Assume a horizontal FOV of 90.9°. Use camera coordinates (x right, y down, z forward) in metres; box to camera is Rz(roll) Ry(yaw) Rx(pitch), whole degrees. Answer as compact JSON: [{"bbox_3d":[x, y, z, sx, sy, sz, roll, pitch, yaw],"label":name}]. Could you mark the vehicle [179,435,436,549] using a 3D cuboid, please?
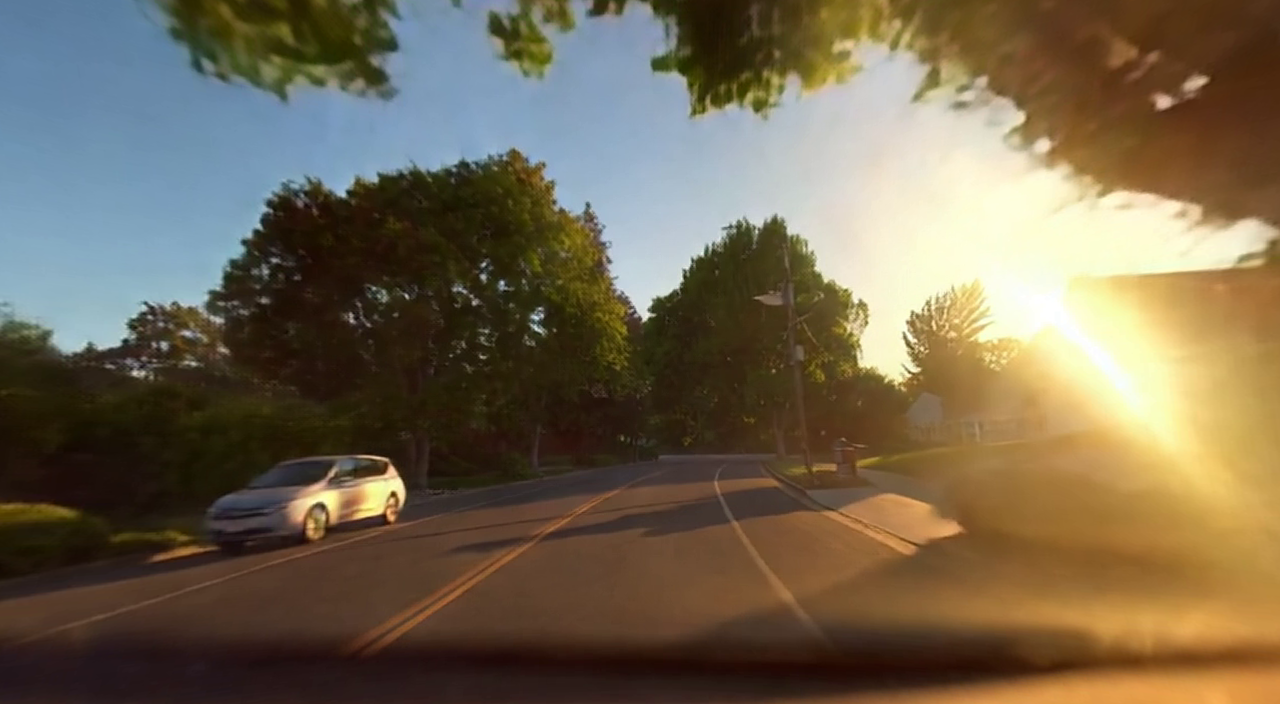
[{"bbox_3d":[-5.826,2.549,12.016,2.002,1.601,5.012,-3,-10,3],"label":"vehicle"}]
